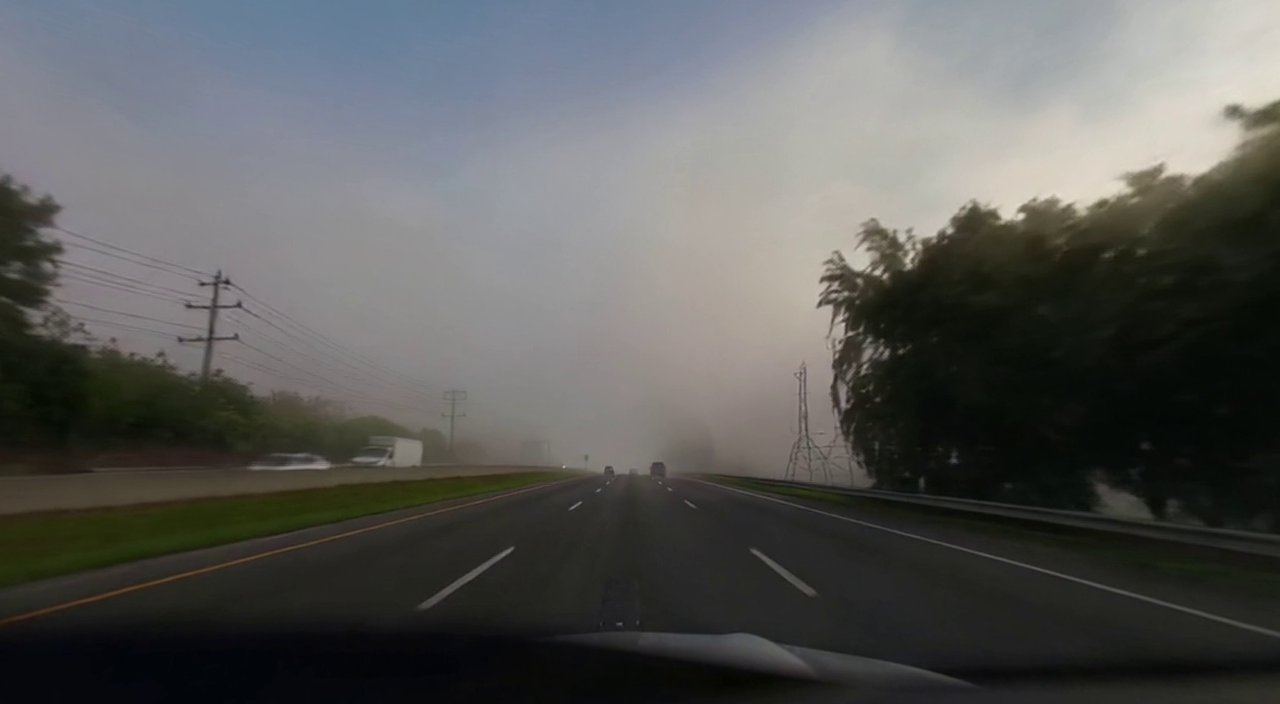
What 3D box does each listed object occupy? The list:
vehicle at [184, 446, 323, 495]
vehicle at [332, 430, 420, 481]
[{"bbox_3d":[-12.944,4.042,21.510,1.888,1.464,4.492,0,-10,0],"label":"vehicle"},{"bbox_3d":[-17.194,6.858,41.644,2.713,3.016,6.960,2,-10,-1],"label":"vehicle"}]
